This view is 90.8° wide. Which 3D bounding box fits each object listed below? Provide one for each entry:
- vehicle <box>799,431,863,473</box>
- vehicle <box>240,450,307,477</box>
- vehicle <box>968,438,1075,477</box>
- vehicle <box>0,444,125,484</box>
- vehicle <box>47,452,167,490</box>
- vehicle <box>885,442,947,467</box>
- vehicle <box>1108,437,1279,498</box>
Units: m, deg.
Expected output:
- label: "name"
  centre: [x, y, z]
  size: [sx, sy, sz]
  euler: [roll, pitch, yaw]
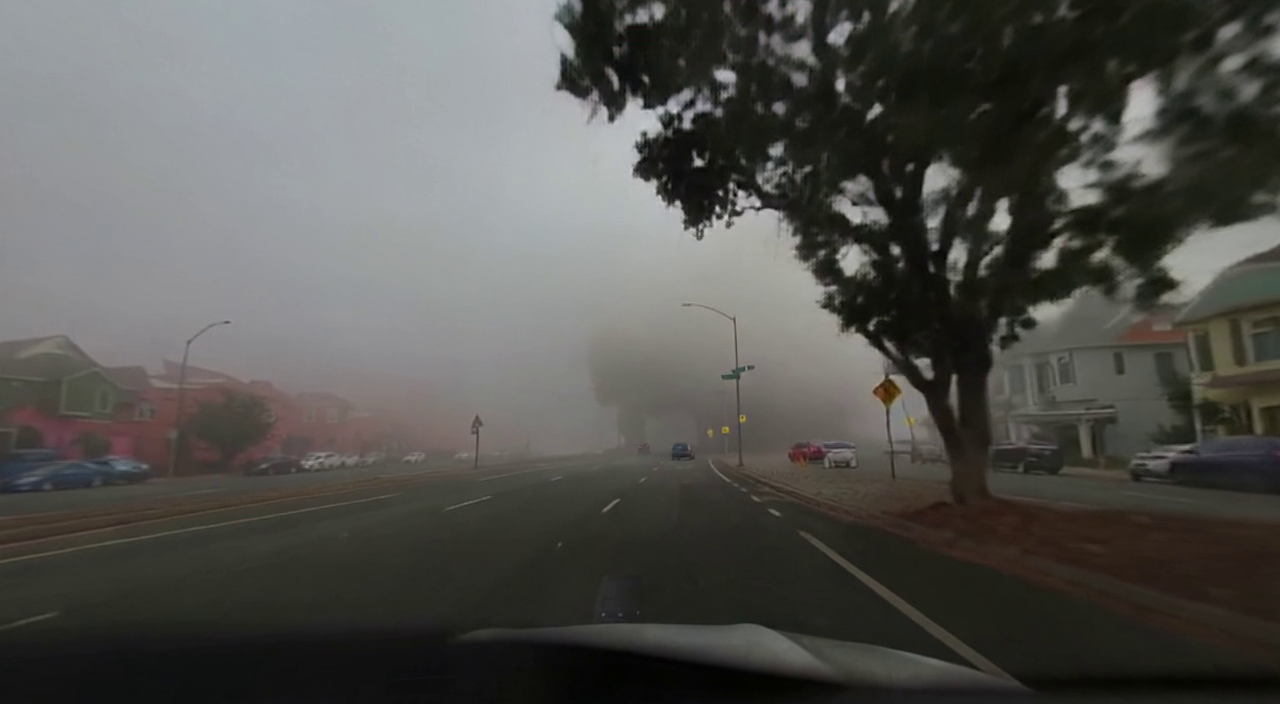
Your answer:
- label: "vehicle"
  centre: [10.121, 5.443, 33.867]
  size: [1.923, 1.741, 4.683]
  euler: [-4, -13, 0]
- label: "vehicle"
  centre: [-26.703, 8.187, 46.206]
  size: [1.983, 1.691, 4.336]
  euler: [-4, -13, 4]
- label: "vehicle"
  centre: [16.497, 4.564, 27.638]
  size: [1.940, 1.556, 4.542]
  euler: [-1, -8, 2]
- label: "vehicle"
  centre: [-33.329, 6.334, 35.979]
  size: [5.871, 2.184, 2.518]
  euler: [-1, -8, 5]
- label: "vehicle"
  centre: [-27.799, 6.200, 33.211]
  size: [2.032, 1.799, 4.636]
  euler: [-1, -8, 4]
- label: "vehicle"
  centre: [17.341, 6.446, 39.940]
  size: [1.969, 1.465, 4.930]
  euler: [-1, -8, 4]
- label: "vehicle"
  centre: [16.355, 3.276, 18.401]
  size: [1.945, 1.531, 4.589]
  euler: [0, -8, 0]
